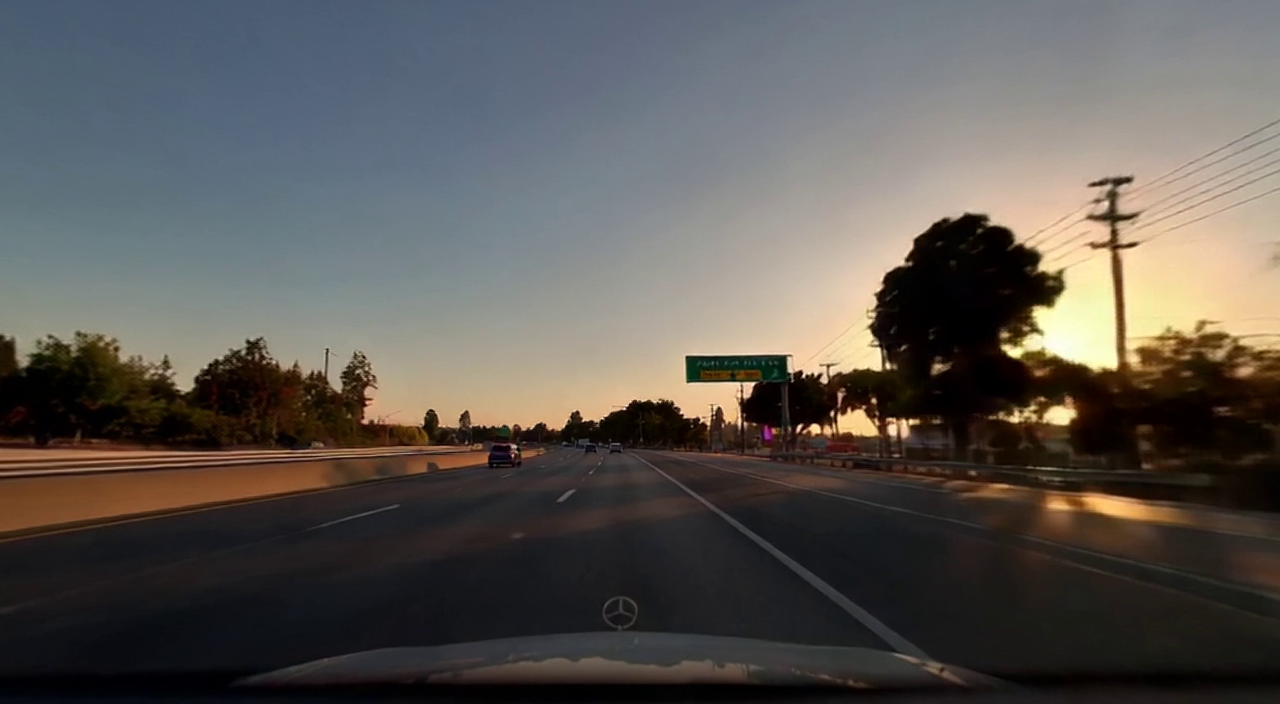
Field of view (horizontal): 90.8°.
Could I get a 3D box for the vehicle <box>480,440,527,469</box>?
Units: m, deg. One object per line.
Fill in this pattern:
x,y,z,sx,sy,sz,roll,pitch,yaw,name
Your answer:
-8.417,6.381,39.436,2.053,1.682,4.423,0,-8,-1,vehicle
